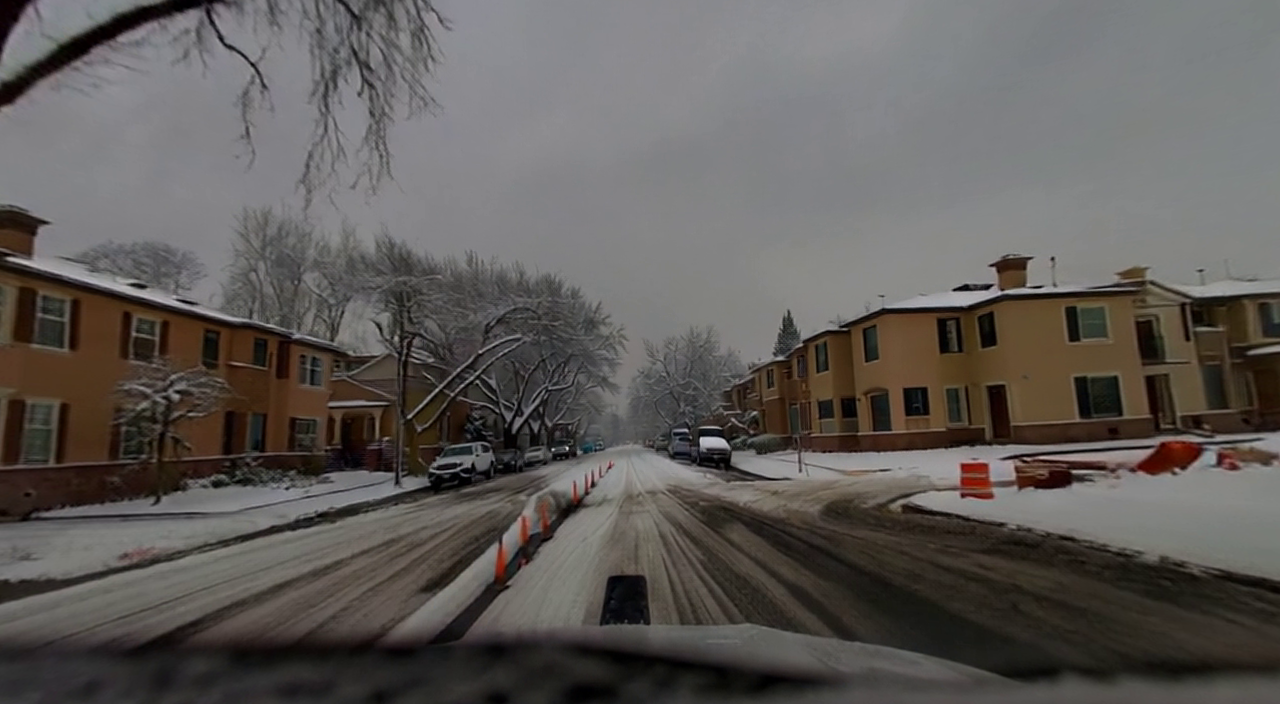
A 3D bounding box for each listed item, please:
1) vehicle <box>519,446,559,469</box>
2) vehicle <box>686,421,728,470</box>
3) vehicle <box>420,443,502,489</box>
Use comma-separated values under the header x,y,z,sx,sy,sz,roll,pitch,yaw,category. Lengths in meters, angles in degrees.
x,y,z,sx,sy,sz,roll,pitch,yaw,category
-6.977,7.300,43.971,1.974,1.479,4.607,0,-8,0,vehicle
3.696,5.230,35.384,2.082,2.534,3.248,-2,-8,3,vehicle
-6.855,4.395,24.644,1.957,1.608,4.476,0,-8,-1,vehicle
